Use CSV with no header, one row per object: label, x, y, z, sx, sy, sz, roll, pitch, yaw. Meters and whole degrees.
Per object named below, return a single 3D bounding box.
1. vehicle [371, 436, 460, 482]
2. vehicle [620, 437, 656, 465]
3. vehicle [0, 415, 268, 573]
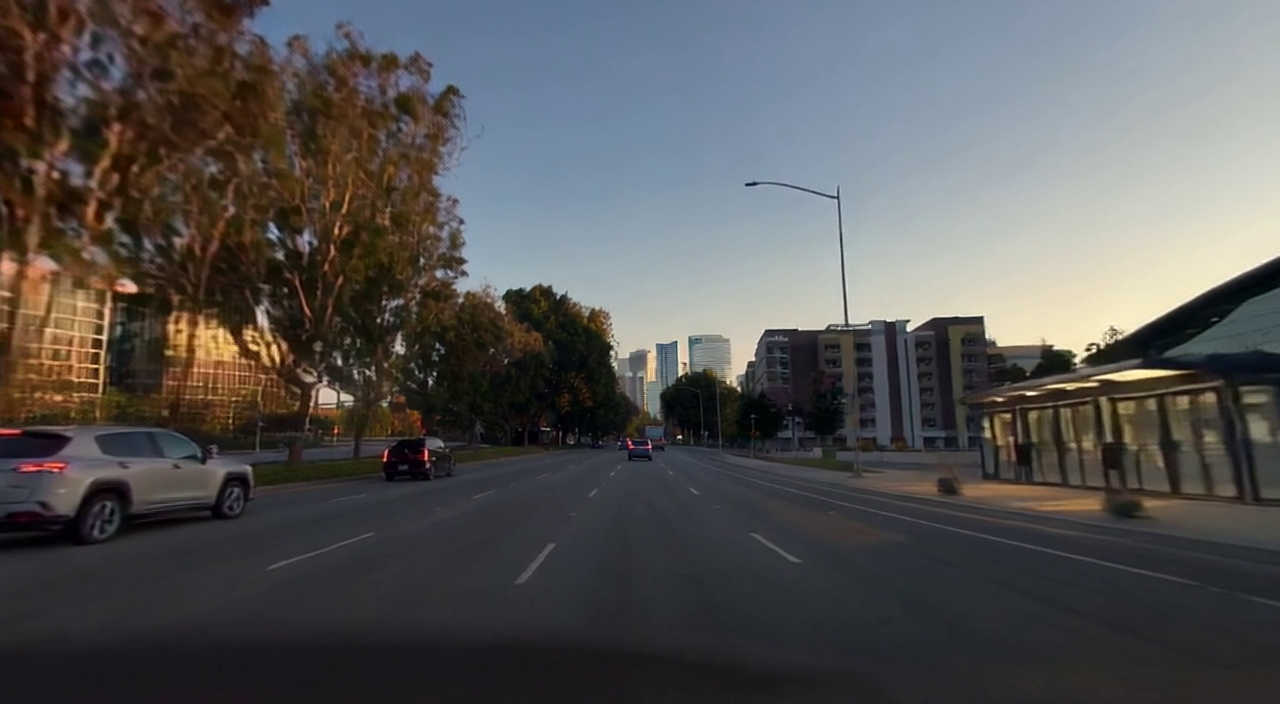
vehicle,-9.434,4.521,26.978,2.097,1.782,4.682,0,-8,-1
vehicle,-0.083,6.826,43.633,2.345,1.803,4.261,0,-8,1
vehicle,-8.023,1.909,9.335,2.181,1.728,4.515,0,-8,1
